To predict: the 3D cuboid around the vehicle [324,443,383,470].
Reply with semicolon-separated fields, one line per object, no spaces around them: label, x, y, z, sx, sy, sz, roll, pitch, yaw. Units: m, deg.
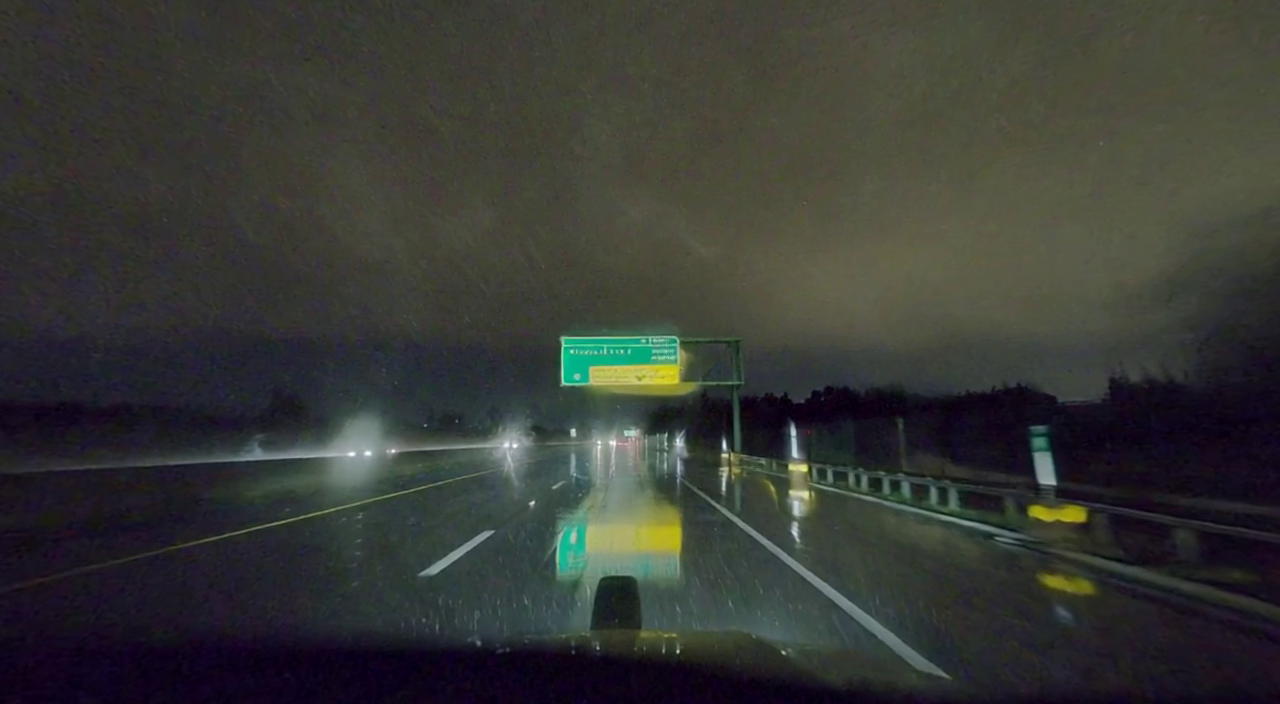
vehicle;-18.356;6.692;40.550;1.950;1.558;4.121;0;-8;-1
